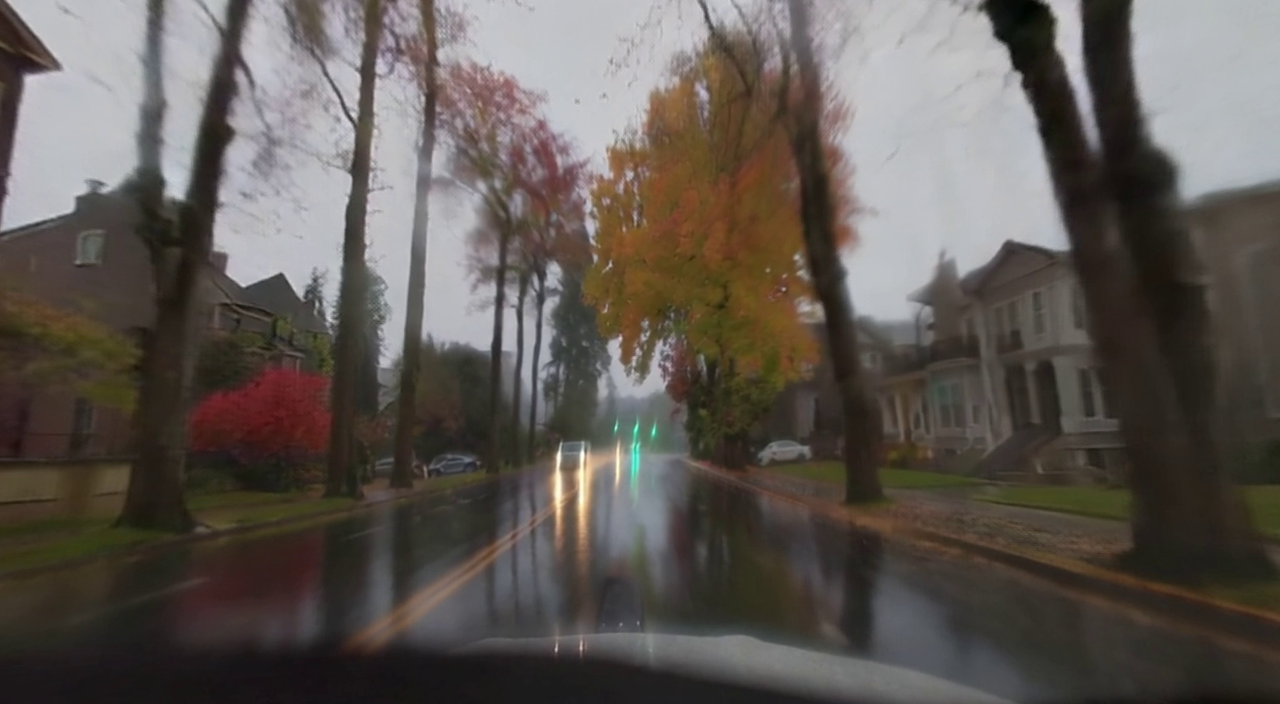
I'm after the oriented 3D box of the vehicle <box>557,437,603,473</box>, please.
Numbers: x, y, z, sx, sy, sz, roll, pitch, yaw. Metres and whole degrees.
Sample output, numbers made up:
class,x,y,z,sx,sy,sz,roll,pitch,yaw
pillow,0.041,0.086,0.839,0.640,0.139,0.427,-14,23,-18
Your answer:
class,x,y,z,sx,sy,sz,roll,pitch,yaw
vehicle,-3.532,6.228,38.403,2.275,1.953,5.423,0,-9,0

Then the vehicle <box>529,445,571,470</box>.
class,x,y,z,sx,sy,sz,roll,pitch,yaw
vehicle,-6.415,7.596,45.700,2.481,1.714,4.702,0,-9,-1

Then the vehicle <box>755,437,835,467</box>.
class,x,y,z,sx,sy,sz,roll,pitch,yaw
vehicle,9.472,6.180,38.903,4.385,1.612,2.070,-3,-9,5
